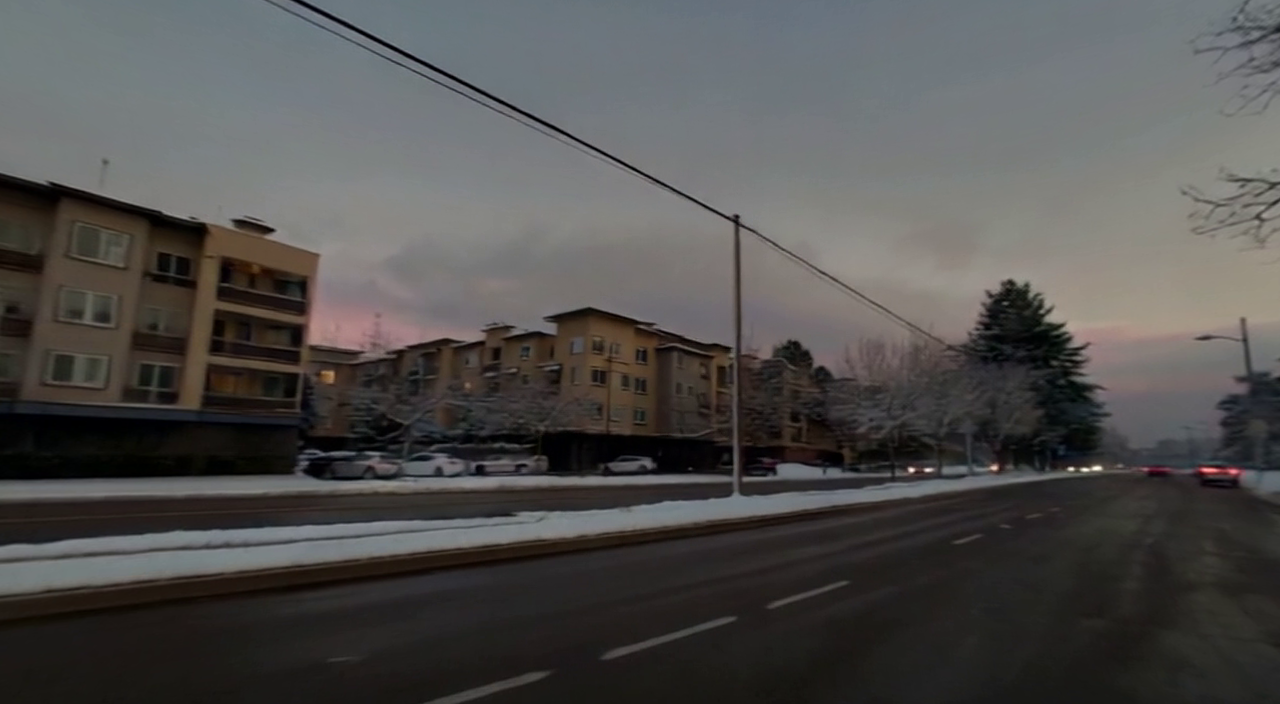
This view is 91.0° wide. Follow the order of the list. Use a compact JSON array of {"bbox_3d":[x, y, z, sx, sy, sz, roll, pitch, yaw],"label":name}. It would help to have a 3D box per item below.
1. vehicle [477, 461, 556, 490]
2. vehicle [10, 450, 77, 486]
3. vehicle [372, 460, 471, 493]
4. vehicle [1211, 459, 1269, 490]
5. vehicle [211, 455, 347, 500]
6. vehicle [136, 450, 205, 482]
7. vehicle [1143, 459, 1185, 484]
[{"bbox_3d":[-7.265,7.279,37.408,1.816,1.496,4.384,-7,-11,39],"label":"vehicle"},{"bbox_3d":[-27.057,5.186,28.515,3.975,1.485,1.908,-8,-13,44],"label":"vehicle"},{"bbox_3d":[-10.908,6.274,31.781,1.933,1.479,4.718,-6,-12,24],"label":"vehicle"},{"bbox_3d":[40.796,8.281,42.893,2.241,1.877,4.810,-7,-11,38],"label":"vehicle"},{"bbox_3d":[-15.708,5.418,27.645,1.858,1.739,4.706,-7,-12,40],"label":"vehicle"},{"bbox_3d":[-23.719,5.717,31.747,4.020,1.464,1.886,-7,-12,41],"label":"vehicle"},{"bbox_3d":[40.841,9.260,49.079,2.303,1.741,4.436,-7,-11,39],"label":"vehicle"}]
